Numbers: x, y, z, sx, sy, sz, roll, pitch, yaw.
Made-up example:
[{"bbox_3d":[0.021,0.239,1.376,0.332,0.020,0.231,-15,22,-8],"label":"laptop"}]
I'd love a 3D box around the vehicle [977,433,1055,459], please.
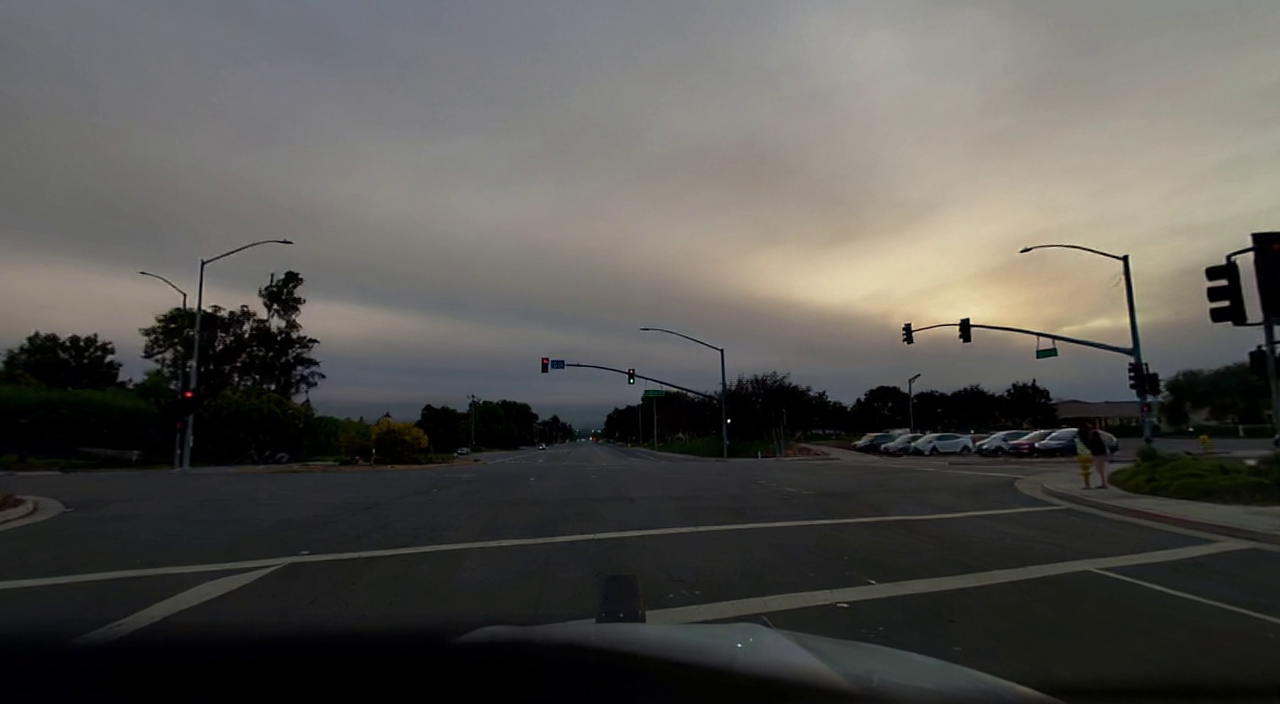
[{"bbox_3d":[26.958,6.733,45.263,5.032,1.828,2.183,4,-9,-24],"label":"vehicle"}]

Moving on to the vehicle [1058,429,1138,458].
[{"bbox_3d":[36.104,7.210,49.747,6.148,2.119,2.473,4,-10,-28],"label":"vehicle"}]

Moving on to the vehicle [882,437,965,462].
[{"bbox_3d":[18.694,6.425,41.621,5.234,1.549,1.982,4,-9,-24],"label":"vehicle"}]
